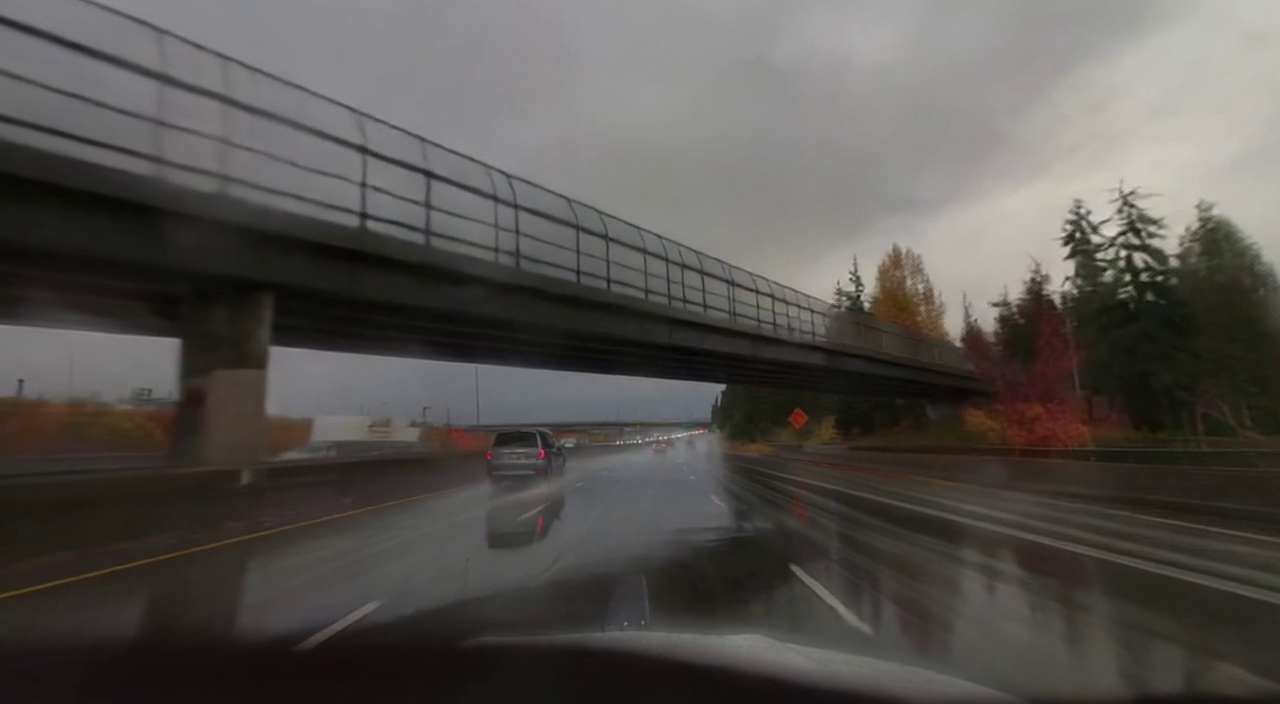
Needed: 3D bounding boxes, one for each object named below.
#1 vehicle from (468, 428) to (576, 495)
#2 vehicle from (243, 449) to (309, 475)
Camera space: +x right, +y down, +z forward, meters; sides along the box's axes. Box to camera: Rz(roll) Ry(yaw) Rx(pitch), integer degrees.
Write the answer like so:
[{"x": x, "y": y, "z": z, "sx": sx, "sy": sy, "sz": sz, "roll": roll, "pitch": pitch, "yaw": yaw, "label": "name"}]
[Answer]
[{"x": -3.278, "y": 3.145, "z": 18.509, "sx": 2.177, "sy": 1.707, "sz": 4.432, "roll": 0, "pitch": -8, "yaw": 2, "label": "vehicle"}, {"x": -22.468, "y": 6.779, "z": 38.982, "sx": 1.791, "sy": 1.495, "sz": 3.671, "roll": -1, "pitch": -8, "yaw": 3, "label": "vehicle"}]
